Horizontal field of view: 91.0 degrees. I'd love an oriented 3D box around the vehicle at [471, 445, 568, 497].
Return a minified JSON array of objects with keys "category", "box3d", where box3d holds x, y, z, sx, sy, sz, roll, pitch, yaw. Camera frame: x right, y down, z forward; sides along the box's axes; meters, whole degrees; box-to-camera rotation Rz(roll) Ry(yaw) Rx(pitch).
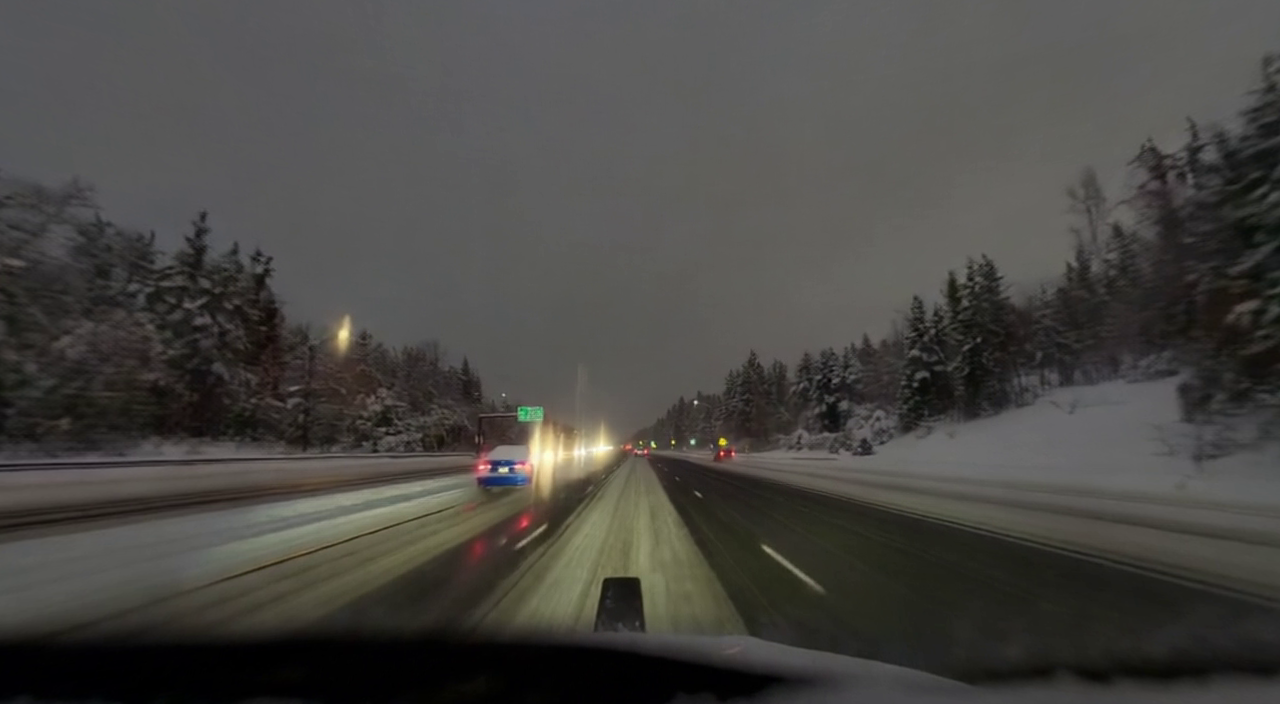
[{"category":"vehicle","box3d":[-3.775,3.817,20.650,2.162,1.493,4.583,0,-9,1]}]
